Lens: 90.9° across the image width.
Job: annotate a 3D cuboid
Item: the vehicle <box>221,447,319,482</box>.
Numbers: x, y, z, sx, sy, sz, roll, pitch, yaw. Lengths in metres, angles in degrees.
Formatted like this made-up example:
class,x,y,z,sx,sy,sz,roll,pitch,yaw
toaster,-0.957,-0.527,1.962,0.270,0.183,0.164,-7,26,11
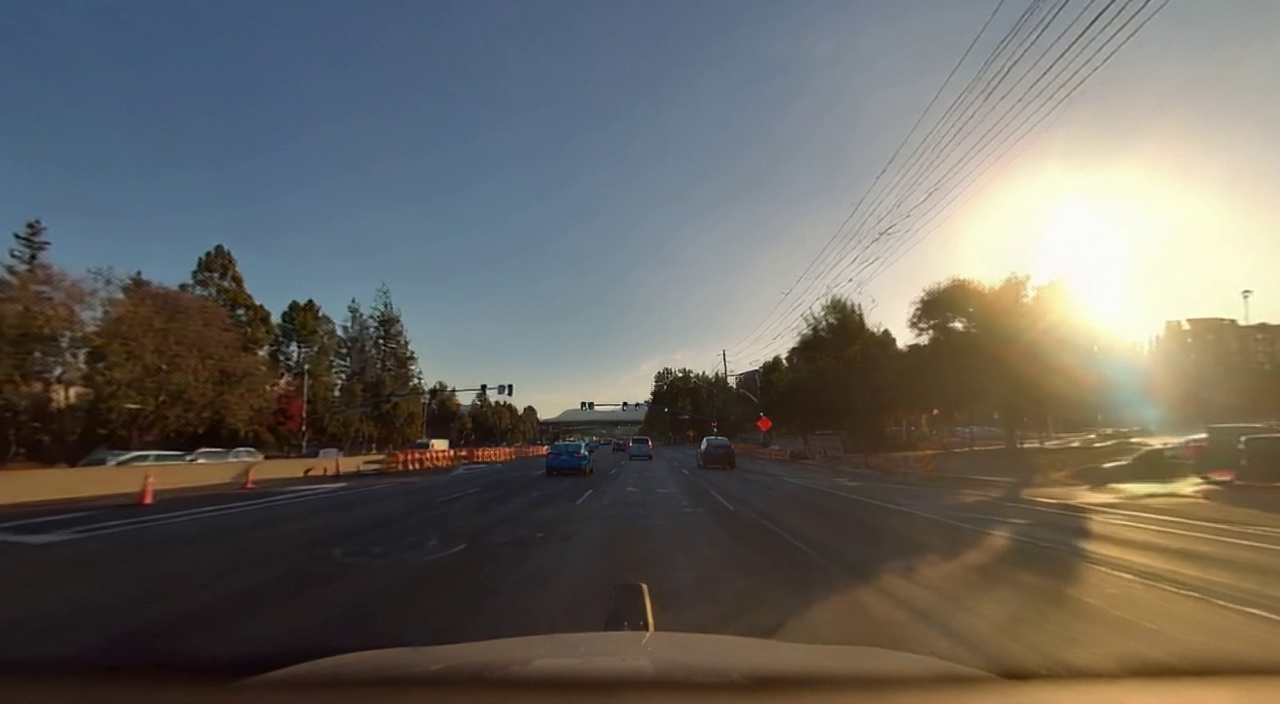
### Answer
class,x,y,z,sx,sy,sz,roll,pitch,yaw
vehicle,-17.492,5.319,30.096,1.813,1.513,4.457,0,-8,2

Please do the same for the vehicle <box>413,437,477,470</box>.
class,x,y,z,sx,sy,sz,roll,pitch,yaw
vehicle,-9.646,5.041,31.426,1.774,1.535,3.828,0,-8,3

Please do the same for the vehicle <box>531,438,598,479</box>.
class,x,y,z,sx,sy,sz,roll,pitch,yaw
vehicle,-2.969,4.320,25.914,2.087,1.480,4.825,0,-8,1

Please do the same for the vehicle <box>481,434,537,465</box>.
class,x,y,z,sx,sy,sz,roll,pitch,yaw
vehicle,-8.926,6.701,43.615,2.392,2.012,5.727,0,-8,2

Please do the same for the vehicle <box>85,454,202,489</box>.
class,x,y,z,sx,sy,sz,roll,pitch,yaw
vehicle,-24.471,5.874,31.352,1.899,1.472,4.745,0,-8,0

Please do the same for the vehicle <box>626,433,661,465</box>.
class,x,y,z,sx,sy,sz,roll,pitch,yaw
vehicle,0.222,6.035,39.323,2.060,1.845,4.151,0,-8,0

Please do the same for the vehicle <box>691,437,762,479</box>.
class,x,y,z,sx,sy,sz,roll,pitch,yaw
vehicle,3.285,4.142,24.969,2.142,1.475,4.565,0,-8,0

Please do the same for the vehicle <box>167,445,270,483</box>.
class,x,y,z,sx,sy,sz,roll,pitch,yaw
vehicle,-21.160,5.625,31.964,1.977,1.760,4.569,0,-8,1

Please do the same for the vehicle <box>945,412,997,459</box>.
class,x,y,z,sx,sy,sz,roll,pitch,yaw
vehicle,25.769,6.366,48.829,2.825,3.296,8.344,-3,-7,32

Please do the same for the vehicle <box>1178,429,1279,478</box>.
class,x,y,z,sx,sy,sz,roll,pitch,yaw
vehicle,20.163,3.441,21.657,1.928,1.466,4.677,-5,-10,33

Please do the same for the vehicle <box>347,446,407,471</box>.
class,x,y,z,sx,sy,sz,roll,pitch,yaw
vehicle,-17.183,6.961,41.408,1.911,1.509,4.406,0,-8,2
